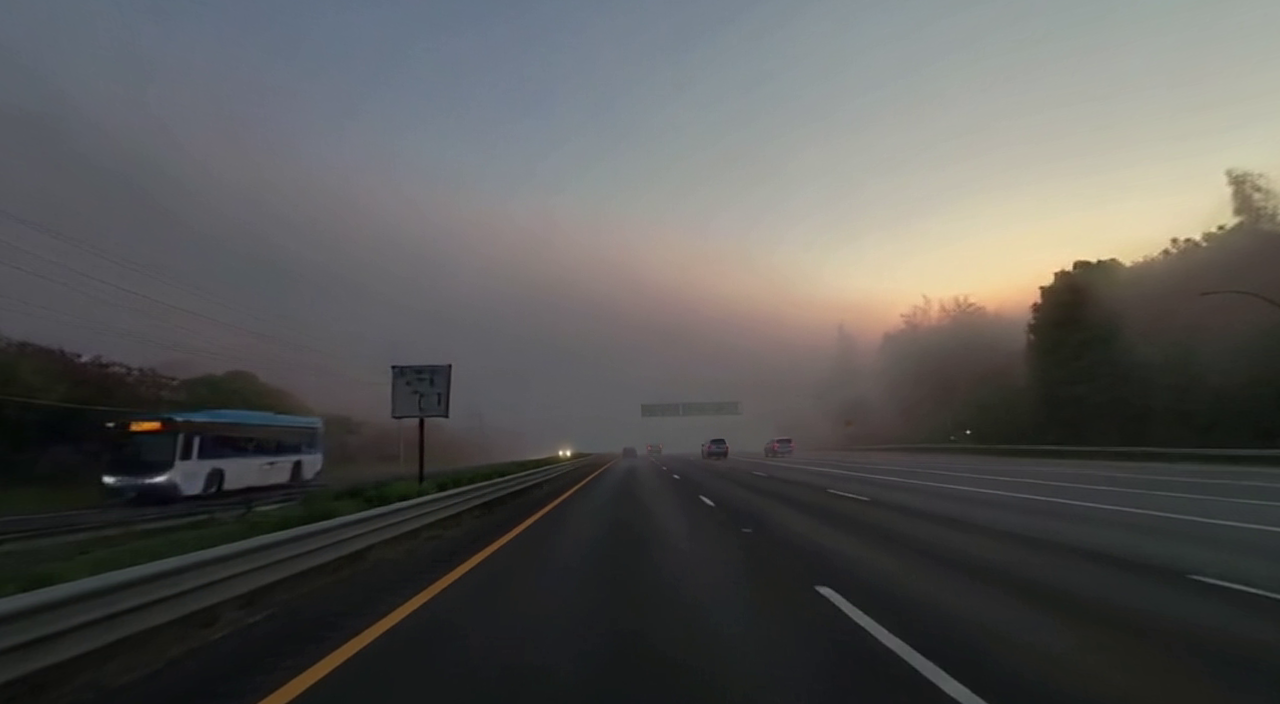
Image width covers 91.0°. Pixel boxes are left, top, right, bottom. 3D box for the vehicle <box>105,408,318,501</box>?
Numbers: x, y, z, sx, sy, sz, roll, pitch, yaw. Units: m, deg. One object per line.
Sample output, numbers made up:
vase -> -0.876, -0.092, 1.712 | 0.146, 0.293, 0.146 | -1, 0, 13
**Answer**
vehicle -> -22.612, 5.567, 34.823 | 2.942, 4.157, 12.633 | 0, -9, -1
